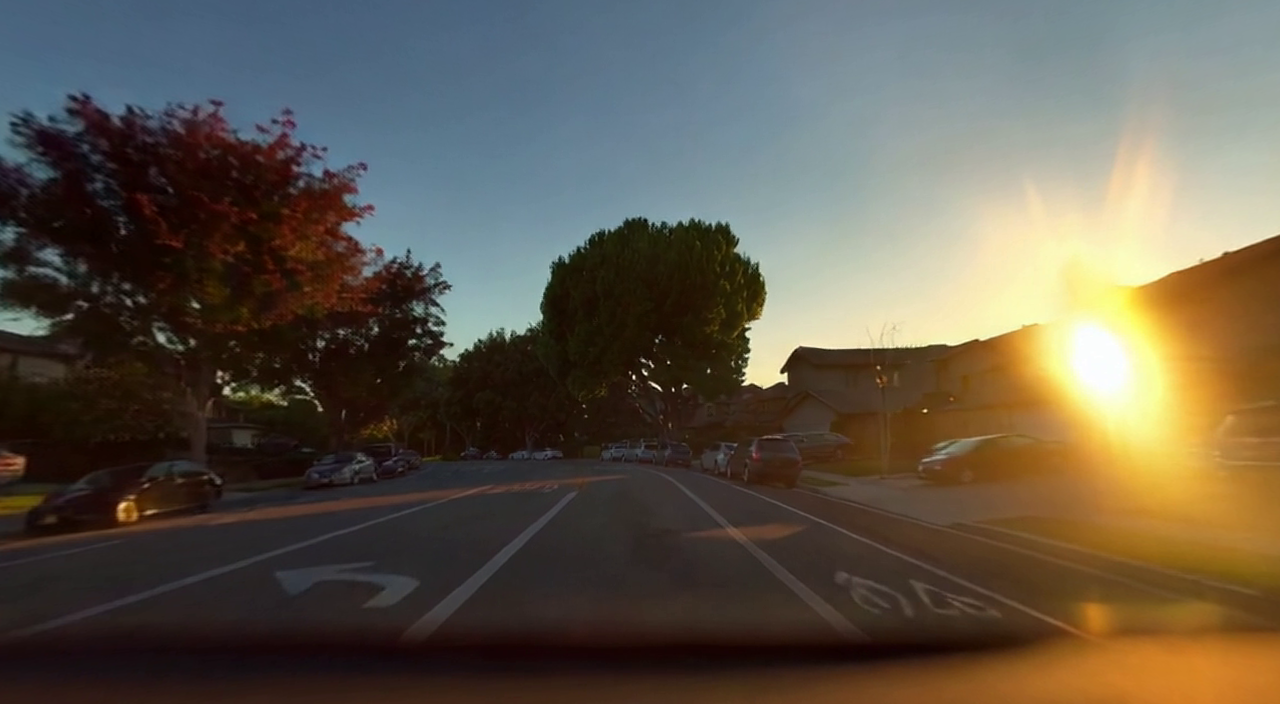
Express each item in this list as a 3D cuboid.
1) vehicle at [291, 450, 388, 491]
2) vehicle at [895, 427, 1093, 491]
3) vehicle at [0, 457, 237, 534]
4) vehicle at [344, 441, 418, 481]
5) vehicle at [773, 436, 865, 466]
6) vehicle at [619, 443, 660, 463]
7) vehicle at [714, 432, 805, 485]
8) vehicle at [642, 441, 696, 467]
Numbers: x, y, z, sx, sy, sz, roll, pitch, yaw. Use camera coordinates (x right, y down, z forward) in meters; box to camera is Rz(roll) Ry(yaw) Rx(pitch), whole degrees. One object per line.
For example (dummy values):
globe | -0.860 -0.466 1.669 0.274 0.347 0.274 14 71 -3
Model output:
vehicle | -12.176 4.794 25.989 2.012 1.478 4.661 1 -9 -4
vehicle | 10.101 3.080 18.268 4.512 1.477 1.927 -3 -9 -3
vehicle | -11.644 3.193 14.625 1.948 1.410 4.361 0 -9 -3
vehicle | -12.691 5.354 31.347 2.107 1.810 4.708 1 -9 -6
vehicle | 9.353 5.203 33.216 4.158 1.521 1.921 1 -9 -6
vehicle | -0.068 7.775 48.670 1.844 1.485 4.193 3 -9 -20
vehicle | 4.274 3.912 23.490 2.184 1.770 4.651 1 -9 -4
vehicle | 1.853 6.752 42.101 2.367 1.614 4.463 2 -9 -14
